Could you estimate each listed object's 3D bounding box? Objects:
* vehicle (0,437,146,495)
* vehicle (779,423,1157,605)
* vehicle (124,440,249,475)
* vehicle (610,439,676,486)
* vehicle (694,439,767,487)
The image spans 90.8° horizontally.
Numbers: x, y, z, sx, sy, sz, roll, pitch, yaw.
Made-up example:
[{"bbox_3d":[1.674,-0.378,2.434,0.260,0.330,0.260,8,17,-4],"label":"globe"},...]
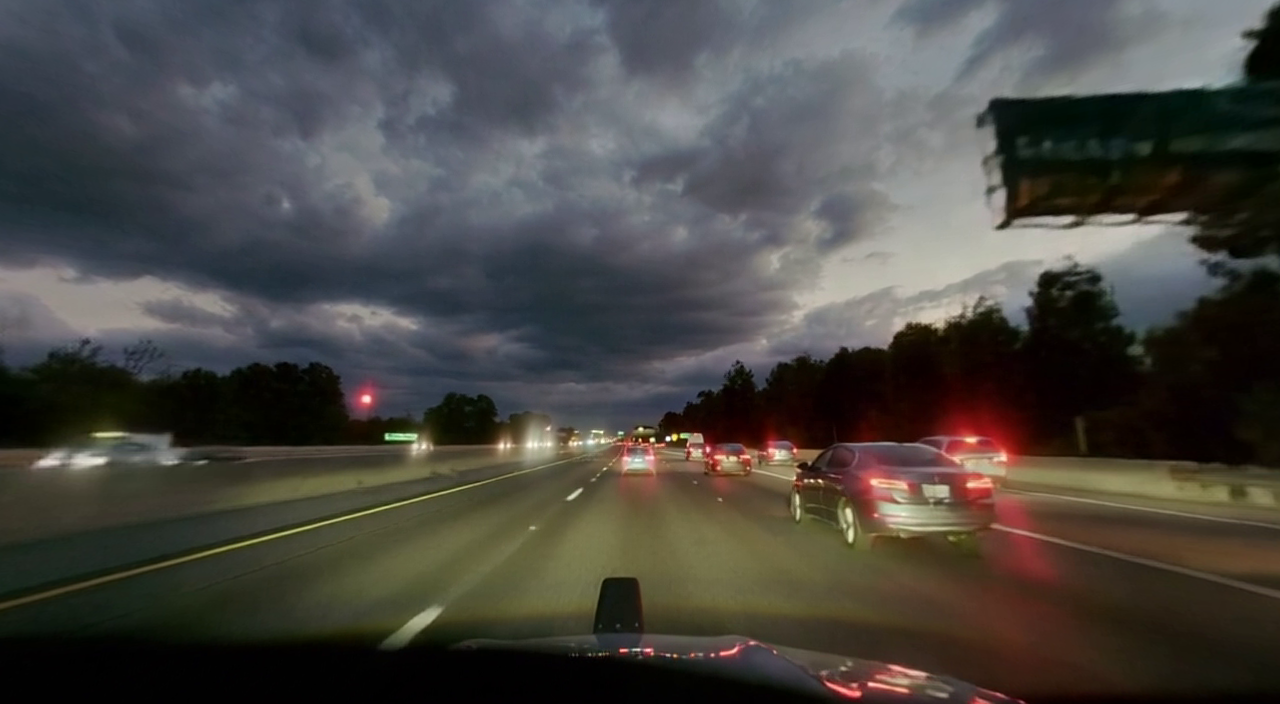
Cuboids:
[{"bbox_3d":[-17.414,3.290,18.621,1.935,1.491,4.689,0,-9,0],"label":"vehicle"},{"bbox_3d":[3.286,1.712,7.738,1.993,1.504,4.781,0,-8,-1],"label":"vehicle"},{"bbox_3d":[-20.842,4.864,29.339,2.353,1.481,4.725,1,-9,-1],"label":"vehicle"},{"bbox_3d":[0.058,3.796,21.979,2.098,1.475,3.997,0,-8,-1],"label":"vehicle"},{"bbox_3d":[3.086,3.872,22.435,1.856,1.517,4.198,0,-9,-2],"label":"vehicle"}]
